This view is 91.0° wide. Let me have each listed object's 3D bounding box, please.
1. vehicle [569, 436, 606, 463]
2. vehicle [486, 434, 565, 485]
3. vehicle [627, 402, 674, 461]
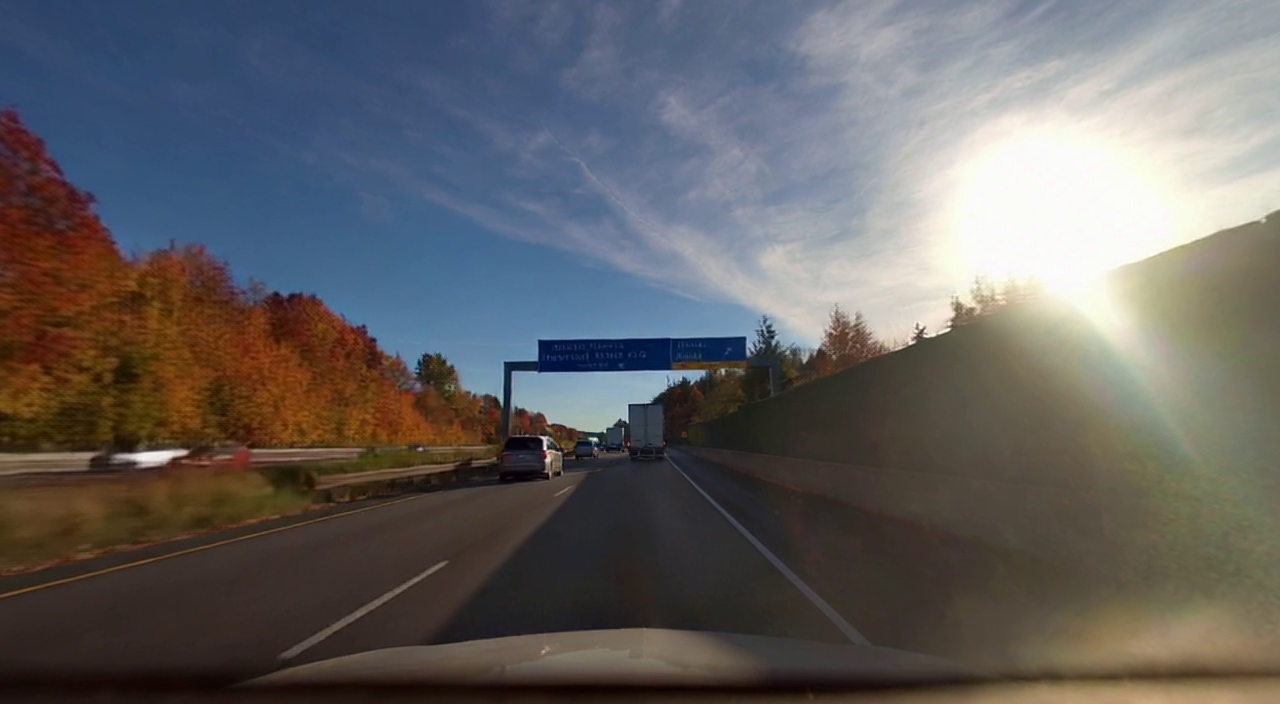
[{"bbox_3d":[-3.295,6.202,40.136,1.962,1.575,4.158,0,-8,1],"label":"vehicle"},{"bbox_3d":[-3.784,3.601,21.484,1.927,1.556,3.921,0,-8,1],"label":"vehicle"},{"bbox_3d":[0.712,5.694,44.561,2.933,3.701,10.425,0,-8,1],"label":"vehicle"}]
